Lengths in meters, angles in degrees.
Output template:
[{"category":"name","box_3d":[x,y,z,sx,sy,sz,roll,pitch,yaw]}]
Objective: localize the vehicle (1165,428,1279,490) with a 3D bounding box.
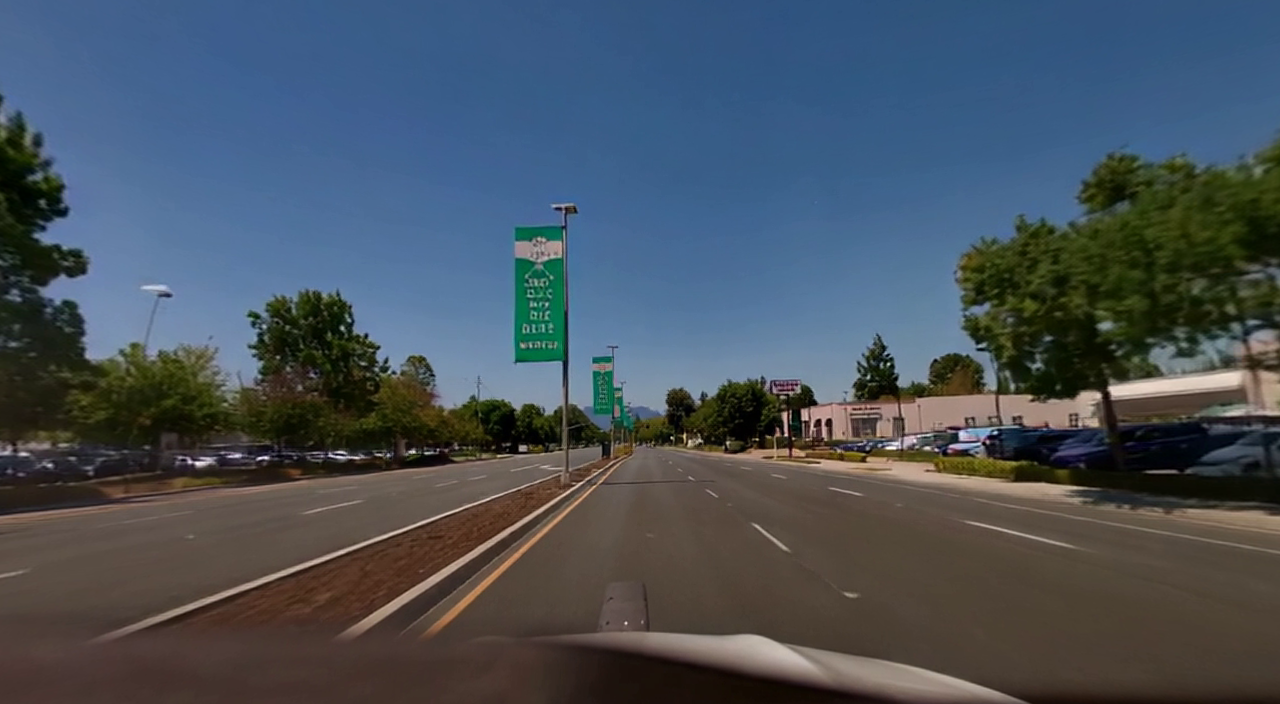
[{"category":"vehicle","box_3d":[17.502,2.853,17.125,4.554,1.547,2.057,-1,-9,-1]}]
